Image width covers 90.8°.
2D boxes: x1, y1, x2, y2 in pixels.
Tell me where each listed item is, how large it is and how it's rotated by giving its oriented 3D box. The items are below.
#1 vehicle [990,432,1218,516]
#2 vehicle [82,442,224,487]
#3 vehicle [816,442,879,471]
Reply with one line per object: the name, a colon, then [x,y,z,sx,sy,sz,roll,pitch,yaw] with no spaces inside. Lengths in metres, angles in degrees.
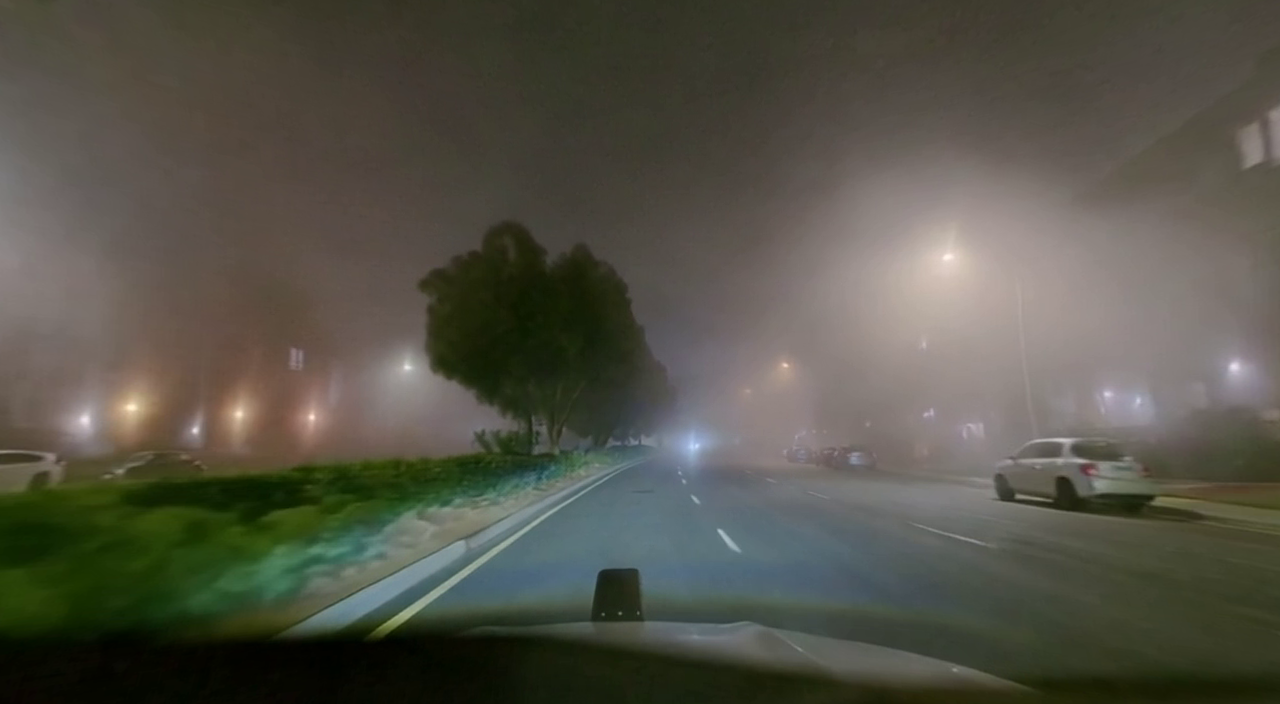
vehicle: [10.350,2.722,14.672,1.992,1.615,4.460,0,-8,2]
vehicle: [-18.799,4.402,24.716,2.003,1.505,4.332,-2,-10,2]
vehicle: [11.166,5.650,34.299,1.897,1.455,4.586,0,-8,1]
